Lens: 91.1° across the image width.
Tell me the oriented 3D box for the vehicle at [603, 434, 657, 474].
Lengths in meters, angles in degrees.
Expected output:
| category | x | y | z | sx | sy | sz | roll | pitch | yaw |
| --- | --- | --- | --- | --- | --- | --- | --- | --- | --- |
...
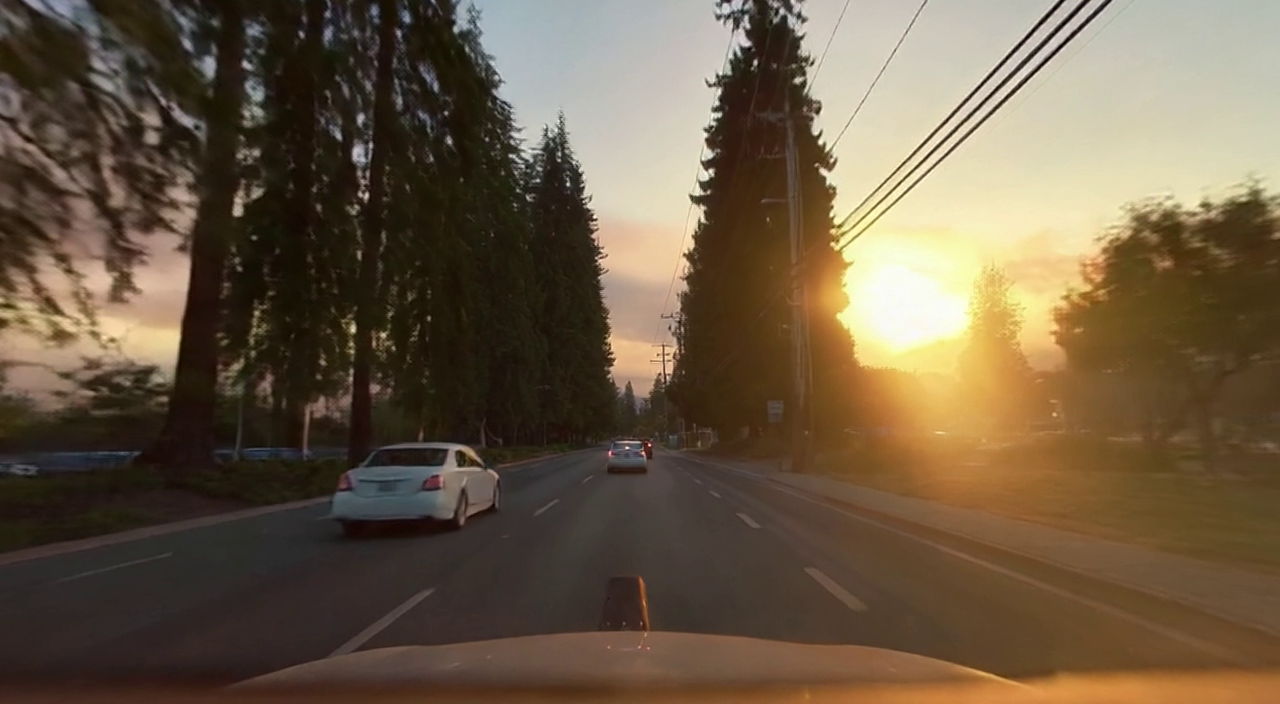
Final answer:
| category | x | y | z | sx | sy | sz | roll | pitch | yaw |
| --- | --- | --- | --- | --- | --- | --- | --- | --- | --- |
| vehicle | -0.378 | 4.087 | 25.328 | 1.991 | 1.463 | 3.988 | 0 | -8 | 0 |
